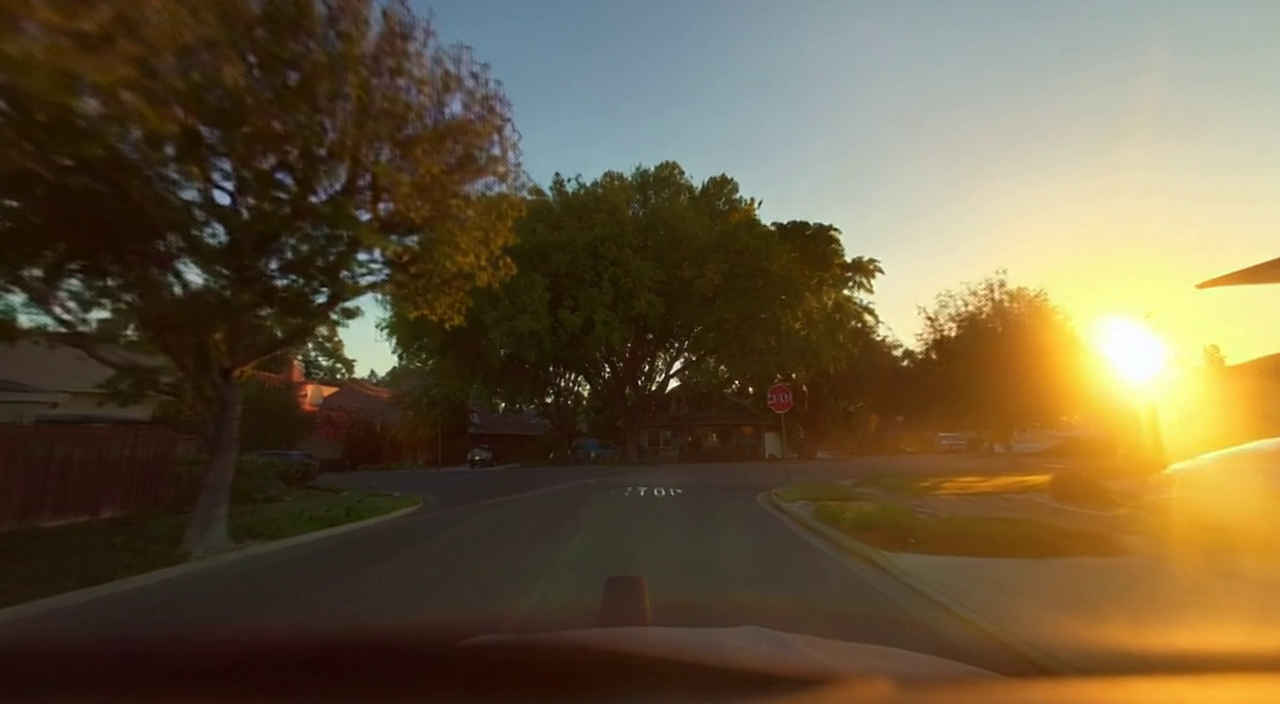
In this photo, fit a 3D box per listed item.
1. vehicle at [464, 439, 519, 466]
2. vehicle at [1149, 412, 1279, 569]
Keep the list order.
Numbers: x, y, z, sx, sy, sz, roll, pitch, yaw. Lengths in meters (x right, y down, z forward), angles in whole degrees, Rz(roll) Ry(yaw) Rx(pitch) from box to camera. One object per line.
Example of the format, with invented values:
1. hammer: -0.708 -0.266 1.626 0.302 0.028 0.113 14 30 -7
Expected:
1. vehicle: -9.911 6.718 42.367 1.883 1.732 4.038 -3 -9 16
2. vehicle: 8.141 1.346 6.199 4.477 1.506 1.834 -5 -9 27
